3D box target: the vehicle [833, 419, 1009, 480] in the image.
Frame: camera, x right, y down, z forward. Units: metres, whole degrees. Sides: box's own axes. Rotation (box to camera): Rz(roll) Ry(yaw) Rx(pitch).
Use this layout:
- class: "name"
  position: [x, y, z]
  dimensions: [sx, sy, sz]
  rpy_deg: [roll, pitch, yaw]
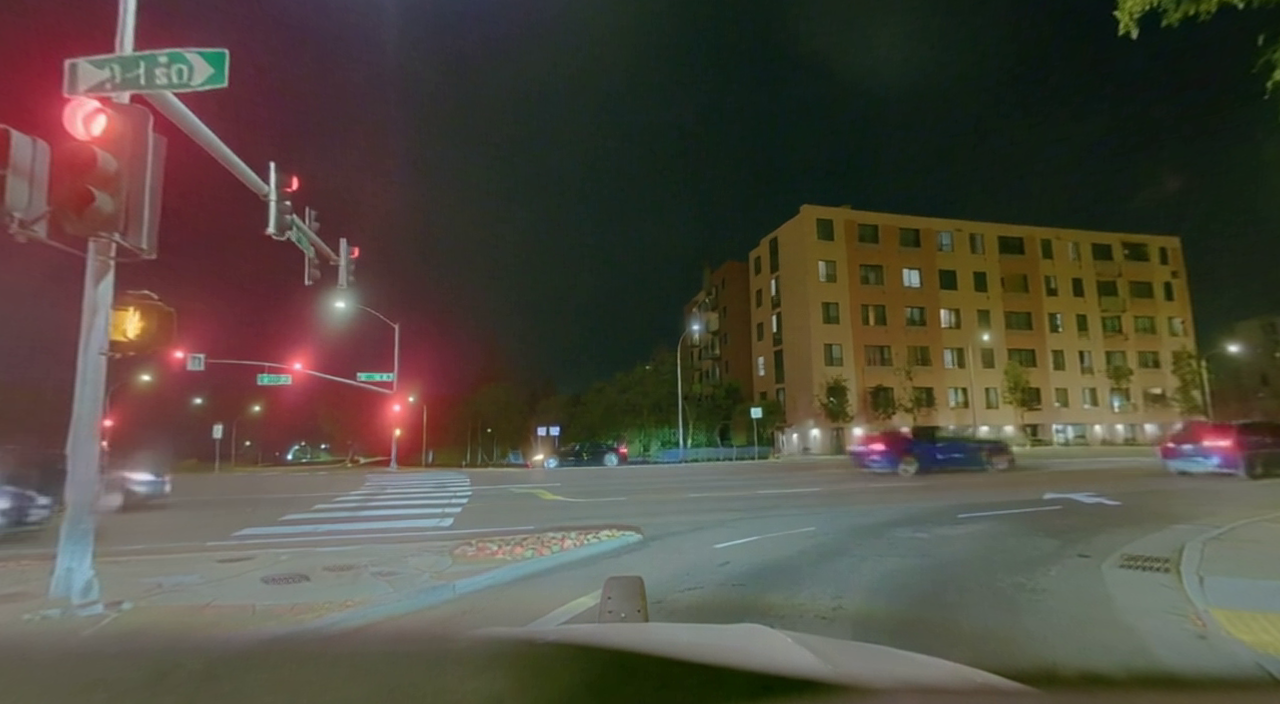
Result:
- class: "vehicle"
  position: [8.520, 2.945, 19.233]
  dimensions: [4.711, 1.688, 1.915]
  rpy_deg: [2, -9, -17]

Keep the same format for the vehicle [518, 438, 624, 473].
- class: "vehicle"
  position: [-2.986, 4.434, 27.238]
  dimensions: [4.289, 1.415, 1.774]
  rpy_deg: [2, -9, -17]

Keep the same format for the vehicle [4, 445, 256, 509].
- class: "vehicle"
  position: [-13.102, 3.205, 16.605]
  dimensions: [4.691, 1.478, 1.908]
  rpy_deg: [2, -9, -16]

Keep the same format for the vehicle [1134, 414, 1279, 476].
- class: "vehicle"
  position: [17.330, 2.731, 18.544]
  dimensions: [4.581, 1.650, 1.958]
  rpy_deg: [2, -9, -16]
